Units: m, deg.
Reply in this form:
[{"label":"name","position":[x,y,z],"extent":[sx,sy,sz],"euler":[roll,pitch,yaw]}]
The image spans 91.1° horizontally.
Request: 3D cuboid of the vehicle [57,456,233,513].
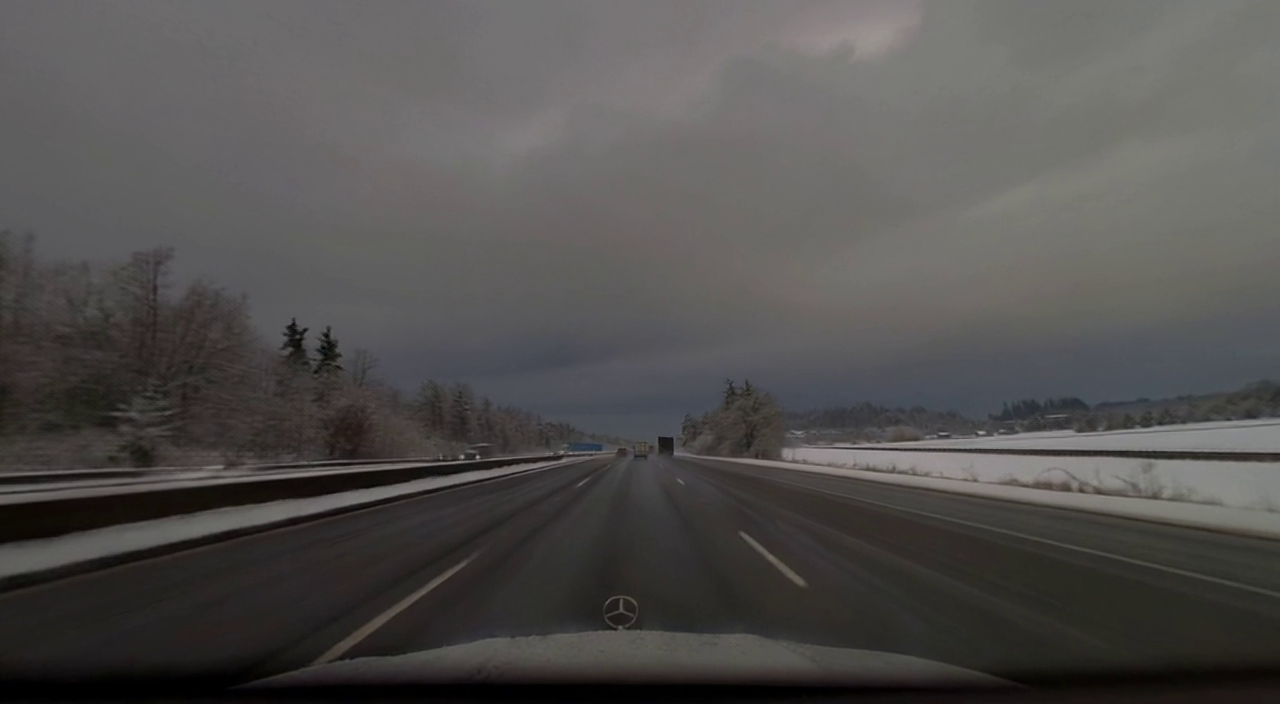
[{"label":"vehicle","position":[-15.276,4.077,19.806],"extent":[1.908,1.500,4.475],"euler":[-1,-9,0]}]
